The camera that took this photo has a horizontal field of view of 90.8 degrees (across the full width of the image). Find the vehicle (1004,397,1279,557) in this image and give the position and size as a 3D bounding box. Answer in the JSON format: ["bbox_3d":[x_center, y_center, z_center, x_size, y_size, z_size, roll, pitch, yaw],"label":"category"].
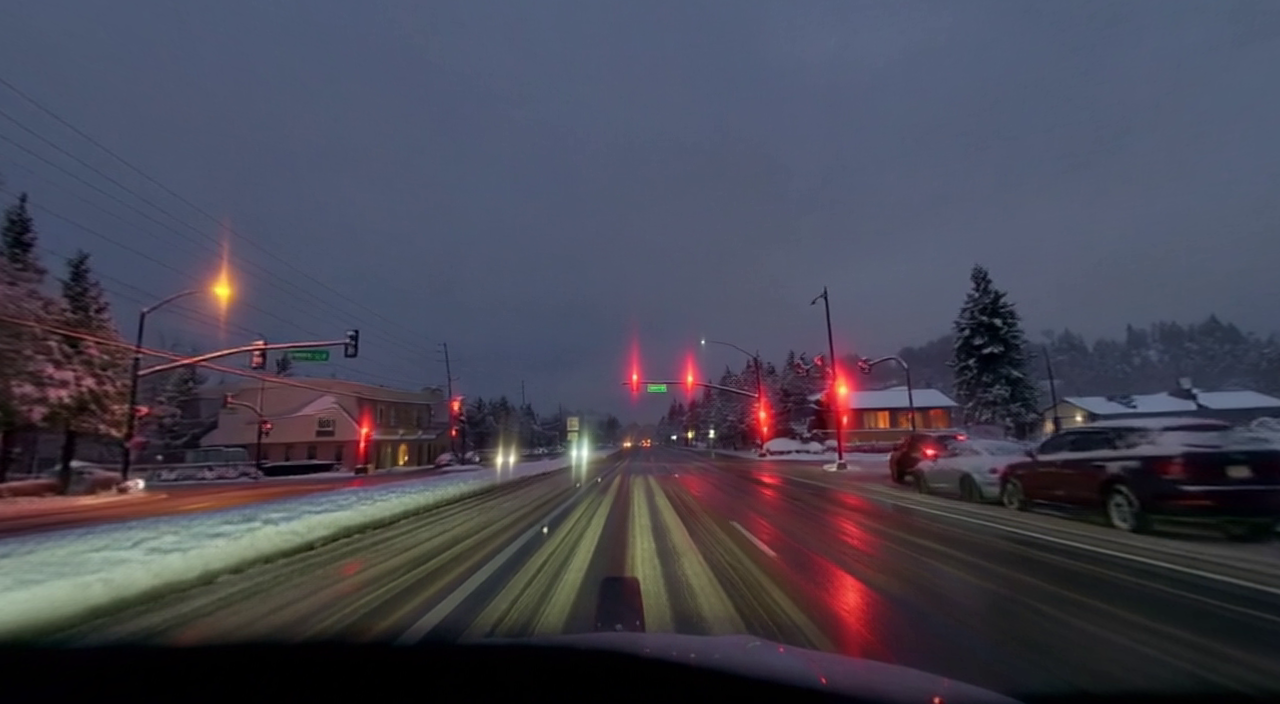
[{"bbox_3d":[7.915,1.726,9.407,2.063,1.749,4.776,0,-8,0],"label":"vehicle"}]

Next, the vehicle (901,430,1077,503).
[{"bbox_3d":[8.125,2.692,15.235,1.943,1.485,3.984,0,-8,0],"label":"vehicle"}]
